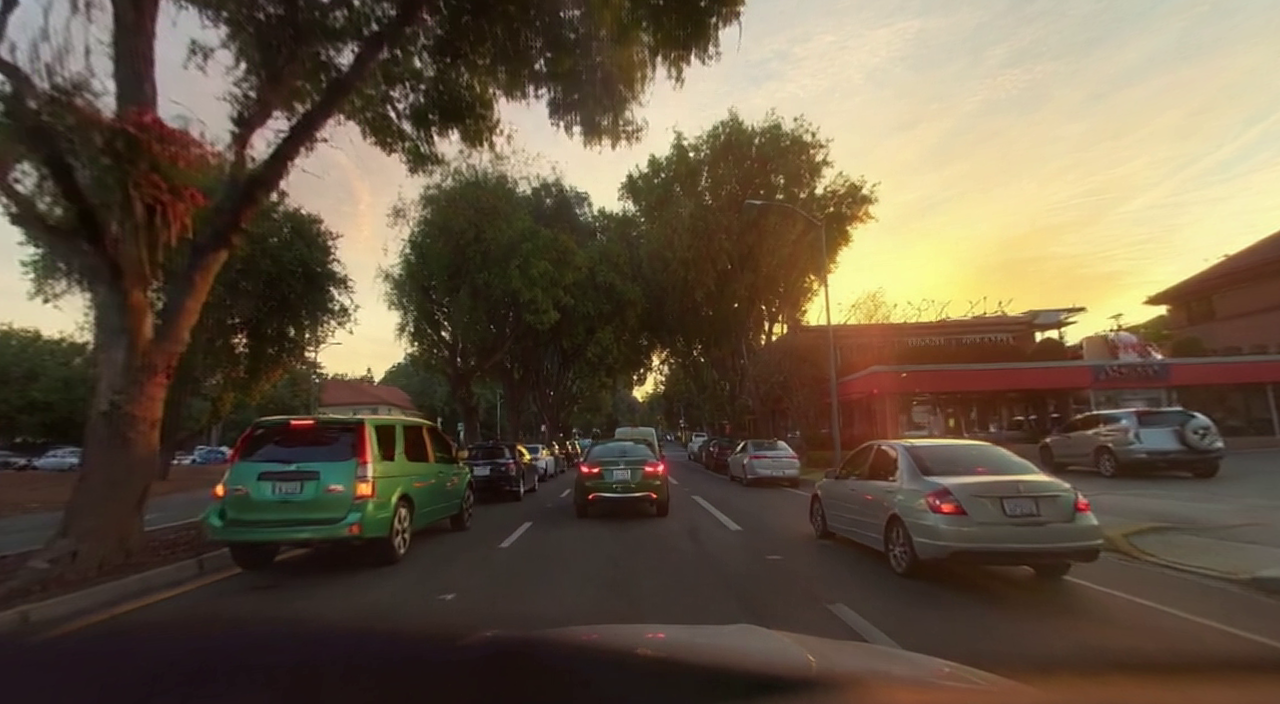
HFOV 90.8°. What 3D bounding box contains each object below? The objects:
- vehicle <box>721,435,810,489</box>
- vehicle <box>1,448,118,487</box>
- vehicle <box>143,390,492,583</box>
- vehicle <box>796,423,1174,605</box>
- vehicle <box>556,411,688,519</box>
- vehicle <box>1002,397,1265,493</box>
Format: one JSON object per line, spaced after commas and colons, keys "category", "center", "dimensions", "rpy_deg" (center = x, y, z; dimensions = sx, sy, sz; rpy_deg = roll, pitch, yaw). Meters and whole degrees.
{"category": "vehicle", "center": [3.859, 3.451, 20.186], "dimensions": [1.875, 1.521, 4.192], "rpy_deg": [0, -8, -1]}
{"category": "vehicle", "center": [-30.936, 6.154, 33.767], "dimensions": [4.209, 1.733, 1.932], "rpy_deg": [-2, -7, -4]}
{"category": "vehicle", "center": [-3.643, 1.630, 8.396], "dimensions": [2.231, 1.853, 4.461], "rpy_deg": [0, -9, 0]}
{"category": "vehicle", "center": [3.376, 1.653, 7.414], "dimensions": [1.900, 1.477, 4.352], "rpy_deg": [0, -8, -1]}
{"category": "vehicle", "center": [-0.347, 2.248, 12.927], "dimensions": [2.238, 1.825, 4.190], "rpy_deg": [0, -9, -1]}
{"category": "vehicle", "center": [11.675, 2.281, 15.614], "dimensions": [2.350, 1.929, 4.893], "rpy_deg": [-1, -8, -2]}
